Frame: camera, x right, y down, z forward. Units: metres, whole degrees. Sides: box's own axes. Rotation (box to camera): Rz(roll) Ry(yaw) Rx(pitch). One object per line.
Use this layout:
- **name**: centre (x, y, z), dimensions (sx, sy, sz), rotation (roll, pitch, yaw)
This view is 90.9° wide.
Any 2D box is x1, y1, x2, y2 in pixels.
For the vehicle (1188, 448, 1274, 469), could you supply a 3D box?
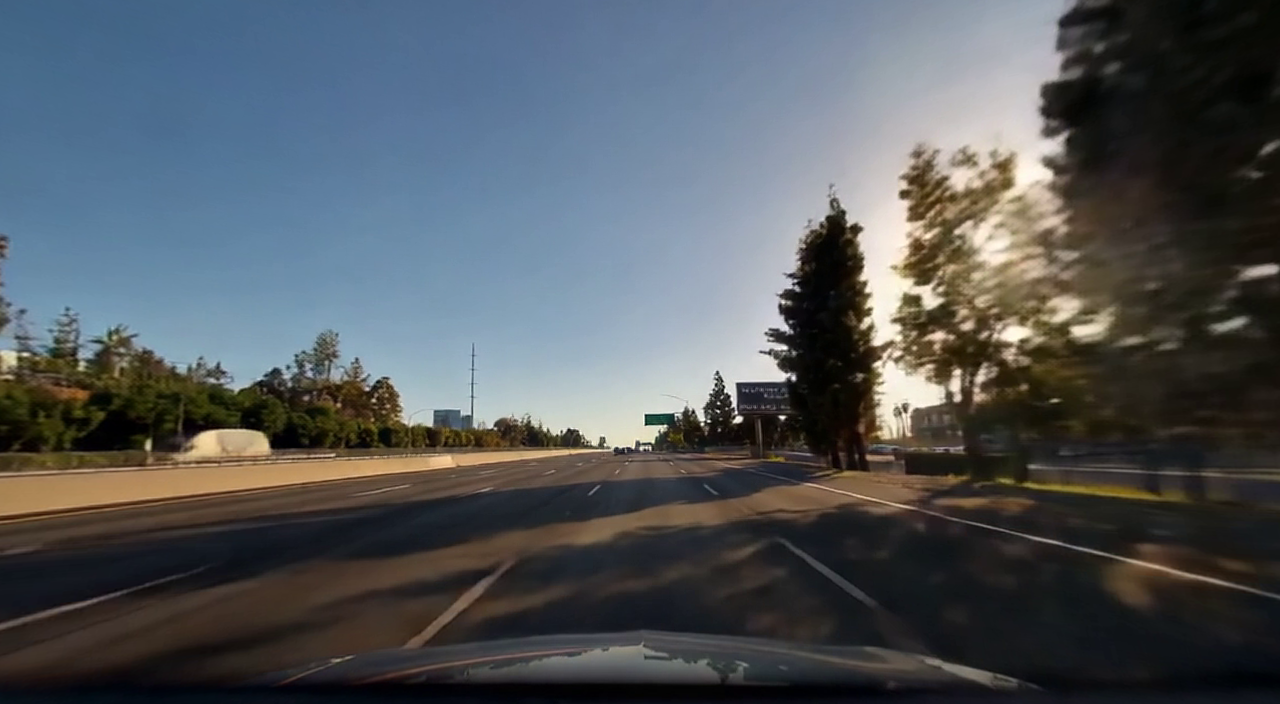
- **vehicle**: centre (42.321, 7.626, 45.237), dimensions (1.691, 1.370, 4.014), rotation (4, -10, -27)
